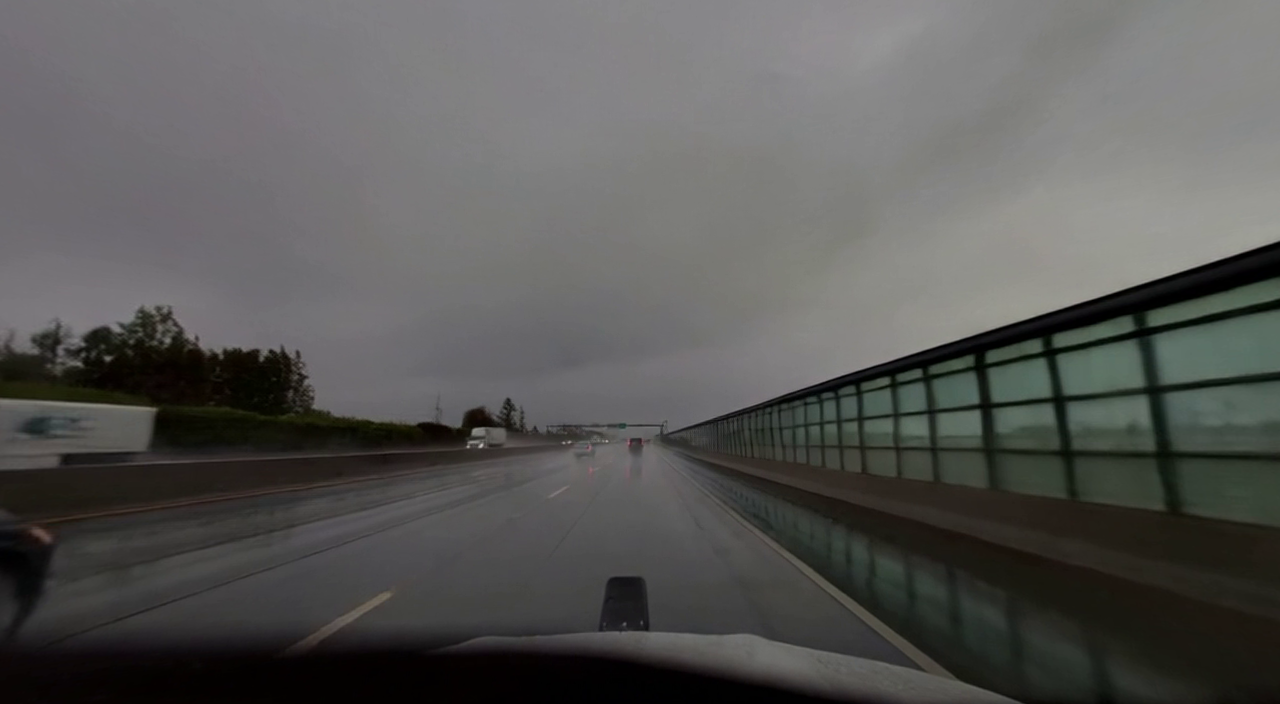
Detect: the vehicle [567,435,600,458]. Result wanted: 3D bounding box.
[{"bbox_3d":[-4.110,6.985,46.372,2.063,1.598,4.189,0,-8,1],"label":"vehicle"}]
